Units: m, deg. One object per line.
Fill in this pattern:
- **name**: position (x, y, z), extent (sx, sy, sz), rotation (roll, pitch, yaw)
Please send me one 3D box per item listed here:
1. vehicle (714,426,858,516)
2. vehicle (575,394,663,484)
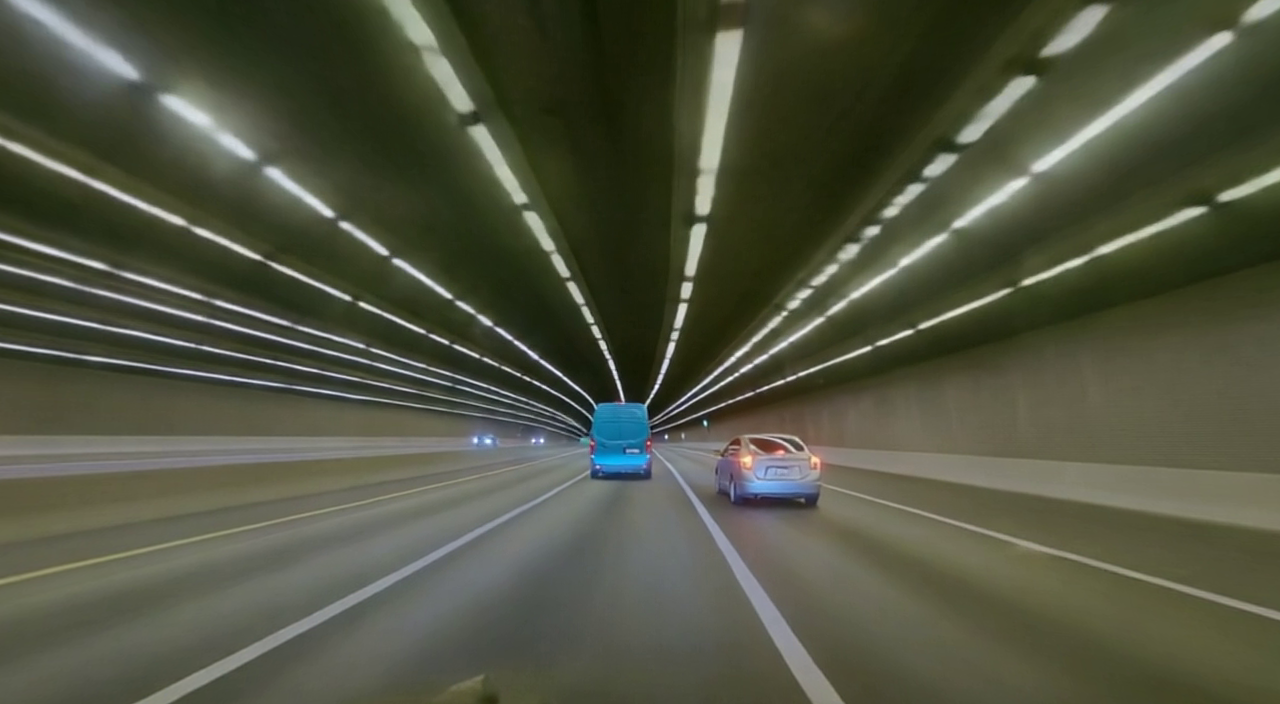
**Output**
- **vehicle**: position (2.779, 2.353, 13.019), extent (2.095, 1.553, 4.069), rotation (-1, -8, 2)
- **vehicle**: position (-0.491, 2.768, 20.038), extent (2.404, 2.459, 5.229), rotation (-1, -8, 2)
